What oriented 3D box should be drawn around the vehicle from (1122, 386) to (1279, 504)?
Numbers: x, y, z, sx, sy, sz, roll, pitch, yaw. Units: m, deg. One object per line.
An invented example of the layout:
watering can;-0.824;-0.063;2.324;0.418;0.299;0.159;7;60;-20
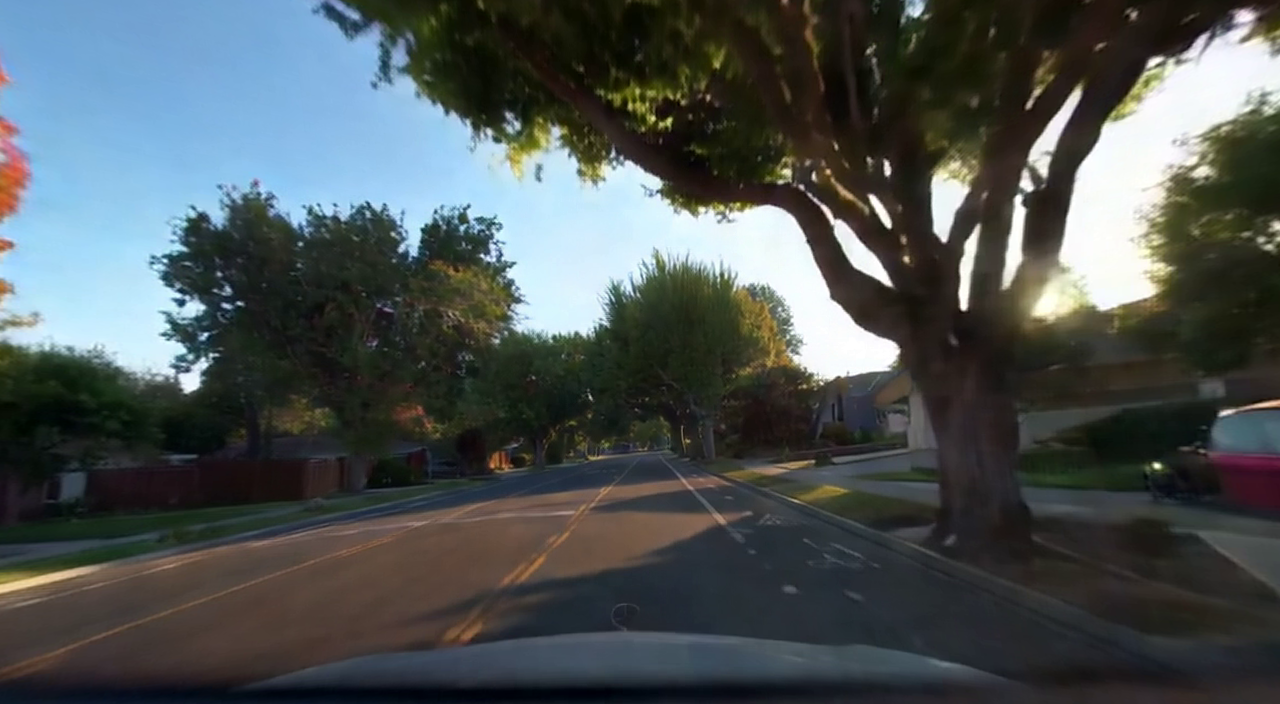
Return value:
vehicle;10.935;1.406;9.608;2.187;1.786;5.323;2;-9;-16
